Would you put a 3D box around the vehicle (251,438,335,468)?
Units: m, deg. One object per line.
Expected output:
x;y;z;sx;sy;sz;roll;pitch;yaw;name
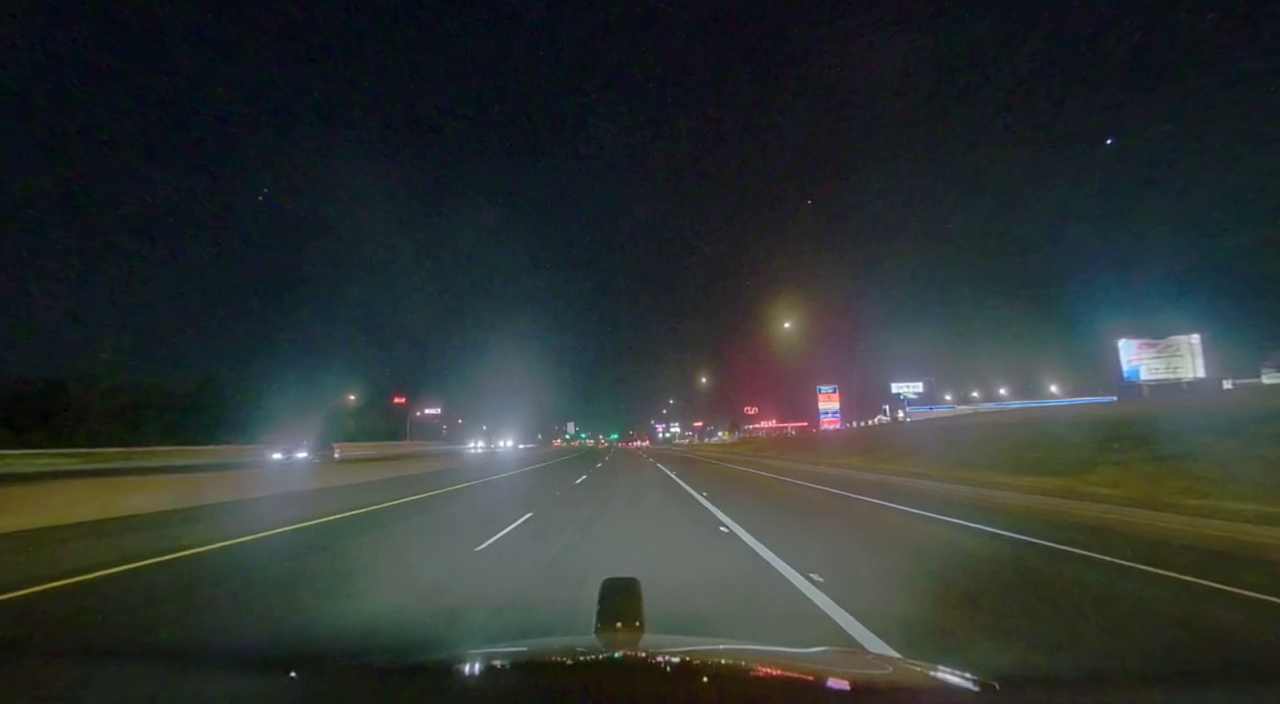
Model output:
-18.843;5.514;34.472;1.912;1.521;4.726;0;-9;0;vehicle
